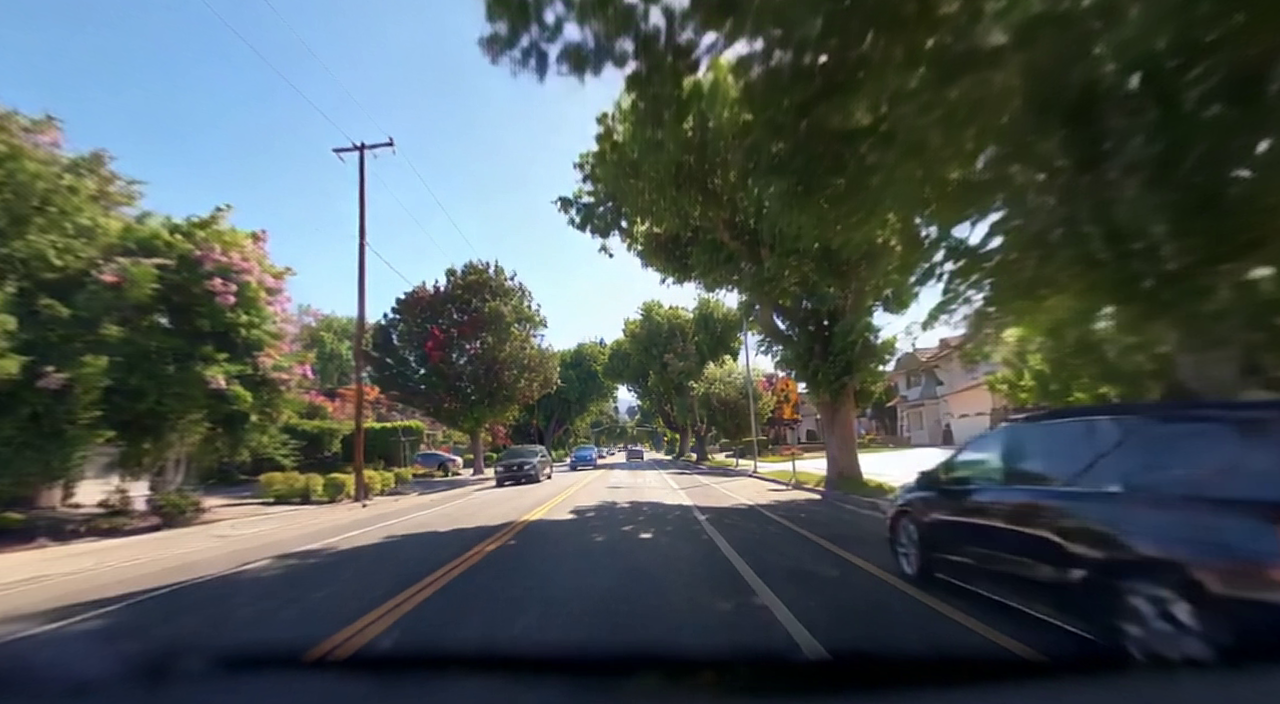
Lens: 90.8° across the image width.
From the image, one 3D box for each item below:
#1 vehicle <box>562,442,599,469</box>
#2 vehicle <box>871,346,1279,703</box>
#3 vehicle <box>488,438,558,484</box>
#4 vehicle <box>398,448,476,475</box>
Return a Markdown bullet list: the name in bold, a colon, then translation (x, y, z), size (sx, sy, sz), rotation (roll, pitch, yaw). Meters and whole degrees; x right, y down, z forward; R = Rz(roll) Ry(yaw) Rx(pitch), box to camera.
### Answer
- **vehicle**: translation (-3.861, 6.782, 41.561), size (2.090, 1.689, 4.232), rotation (0, -8, -1)
- **vehicle**: translation (3.771, 1.146, 4.422), size (2.310, 1.784, 4.993), rotation (0, -8, -1)
- **vehicle**: translation (-5.017, 4.751, 27.900), size (2.059, 1.840, 5.317), rotation (0, -8, 0)
- **vehicle**: translation (-13.933, 7.512, 43.552), size (4.607, 1.772, 2.261), rotation (0, -8, -1)
